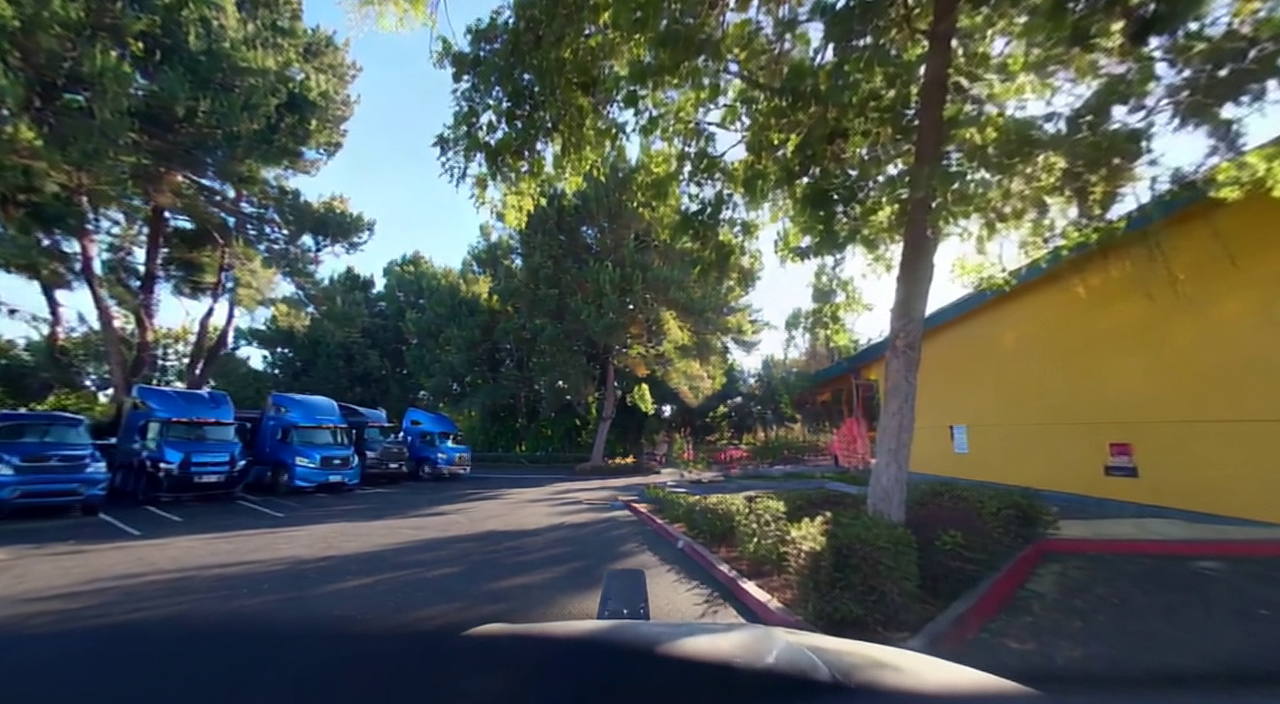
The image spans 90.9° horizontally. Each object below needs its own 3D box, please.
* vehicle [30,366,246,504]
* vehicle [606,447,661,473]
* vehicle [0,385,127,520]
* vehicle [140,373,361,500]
[{"bbox_3d":[-18.250,3.059,22.481,11.512,3.871,3.038,-7,-11,37],"label":"vehicle"},{"bbox_3d":[-0.356,6.697,39.145,1.809,1.506,3.473,-6,-11,33],"label":"vehicle"},{"bbox_3d":[-16.966,2.721,17.094,7.819,3.007,2.674,-7,-11,37],"label":"vehicle"},{"bbox_3d":[-15.825,3.445,25.002,11.906,4.069,2.948,-7,-11,36],"label":"vehicle"}]
